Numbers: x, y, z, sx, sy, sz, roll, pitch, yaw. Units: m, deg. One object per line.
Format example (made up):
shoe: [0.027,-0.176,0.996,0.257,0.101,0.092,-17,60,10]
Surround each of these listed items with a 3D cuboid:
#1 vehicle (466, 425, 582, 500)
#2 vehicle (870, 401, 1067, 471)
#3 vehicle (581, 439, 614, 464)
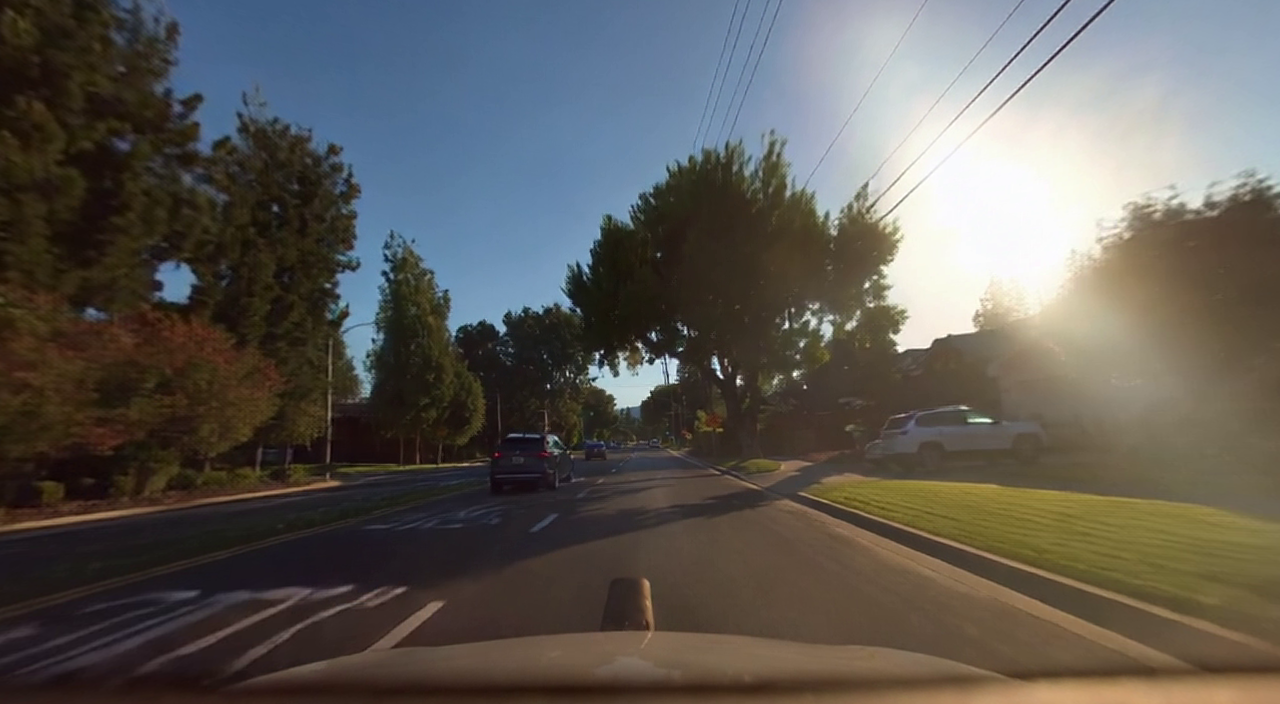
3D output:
vehicle: [-2.955,2.952,17.230,2.190,1.766,4.394,0,-8,2]
vehicle: [10.014,2.583,19.531,4.944,2.023,1.973,0,-8,1]
vehicle: [-2.673,6.346,40.301,1.802,1.528,3.490,0,-8,1]
